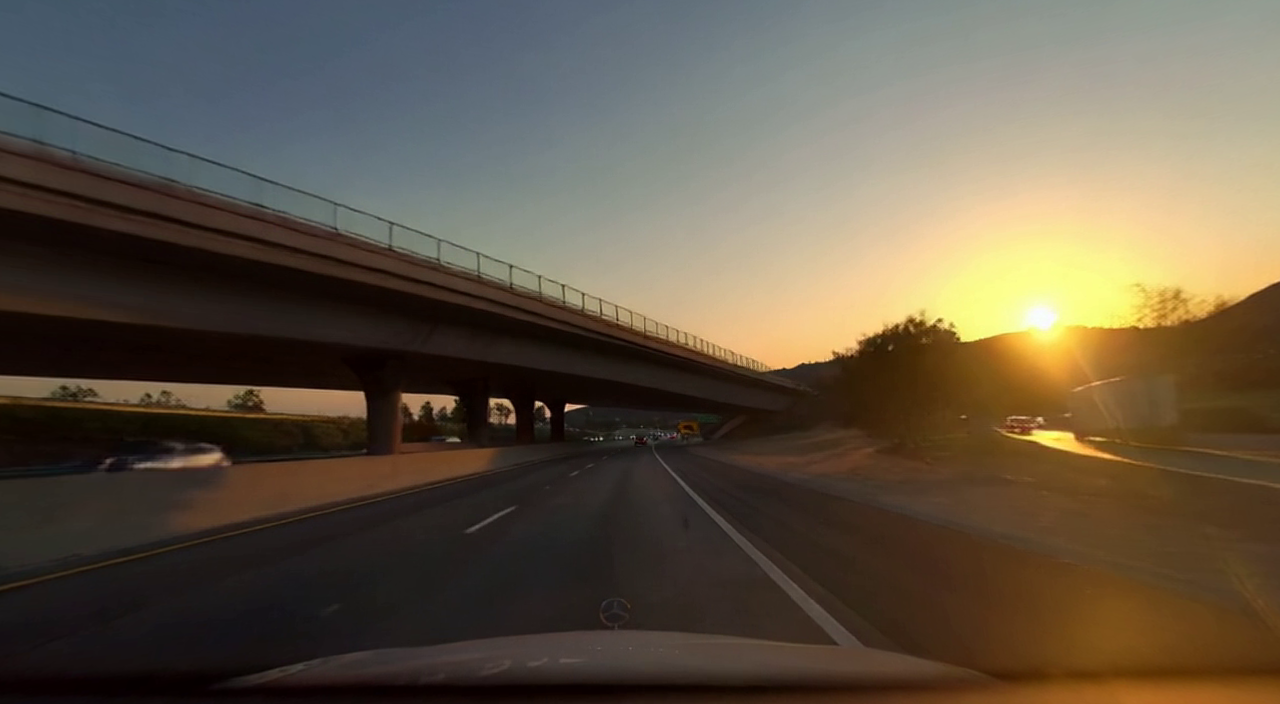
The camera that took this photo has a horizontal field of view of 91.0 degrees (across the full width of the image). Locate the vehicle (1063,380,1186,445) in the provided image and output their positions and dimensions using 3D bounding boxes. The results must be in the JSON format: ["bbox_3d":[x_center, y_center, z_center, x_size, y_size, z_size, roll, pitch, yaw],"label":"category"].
[{"bbox_3d":[30.944,4.238,41.109,2.816,3.490,14.735,-4,-9,24],"label":"vehicle"}]
